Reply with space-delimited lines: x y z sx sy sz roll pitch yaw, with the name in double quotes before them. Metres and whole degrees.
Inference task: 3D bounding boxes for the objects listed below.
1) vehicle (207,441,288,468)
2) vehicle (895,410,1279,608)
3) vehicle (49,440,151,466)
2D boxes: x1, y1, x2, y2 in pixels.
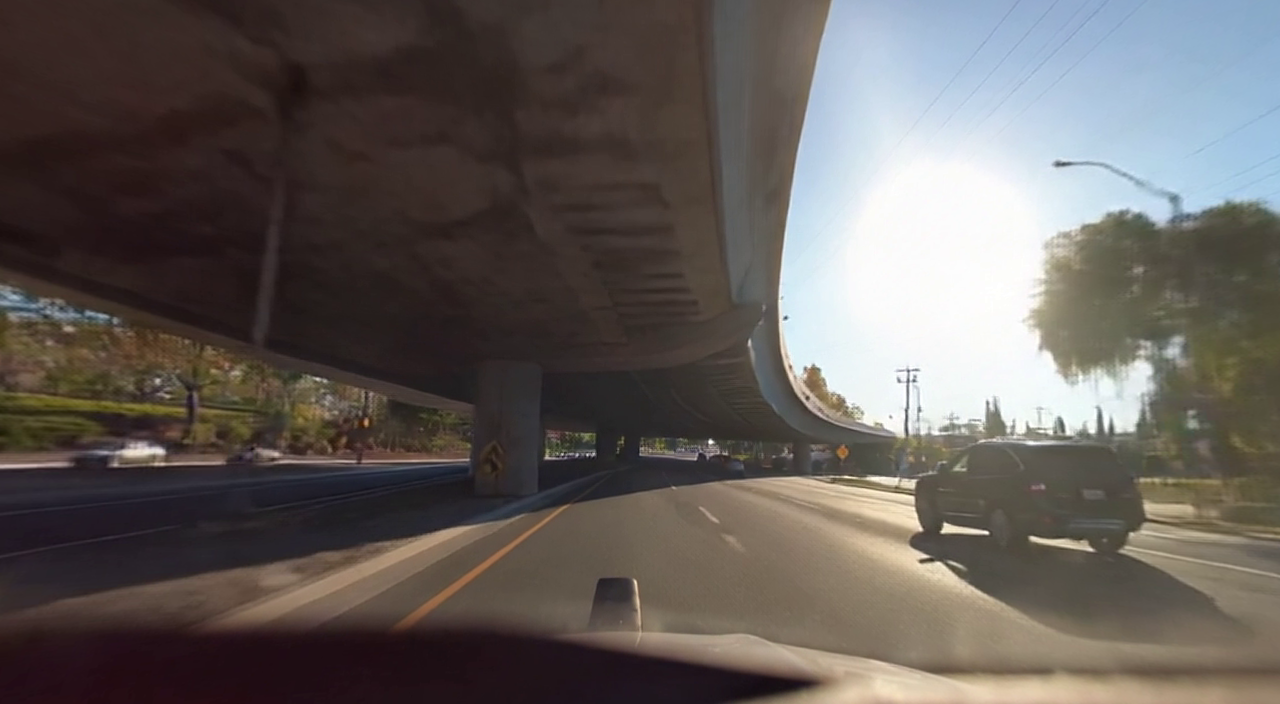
"vehicle" -26.063 6.842 42.168 1.921 1.552 4.770 -5 -9 9
"vehicle" 6.032 2.002 9.233 2.331 1.872 5.378 -4 -9 1
"vehicle" -33.628 6.310 39.539 1.841 1.534 4.664 -2 -9 9
